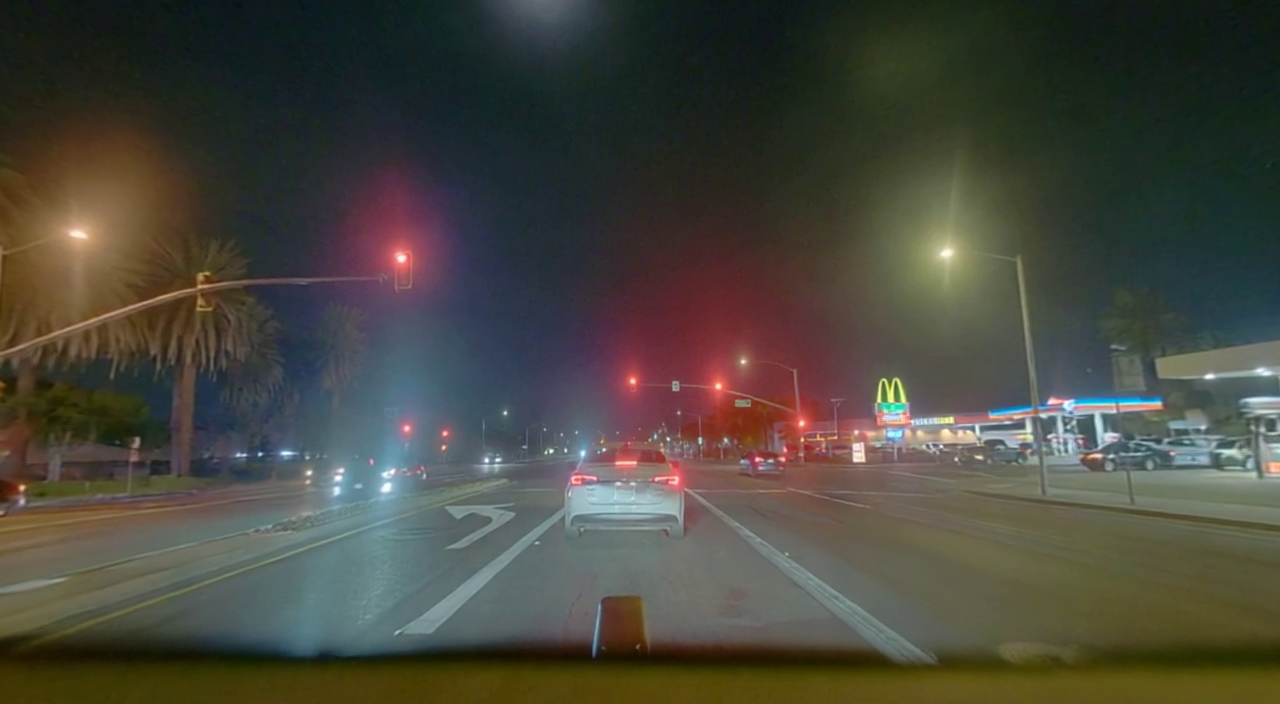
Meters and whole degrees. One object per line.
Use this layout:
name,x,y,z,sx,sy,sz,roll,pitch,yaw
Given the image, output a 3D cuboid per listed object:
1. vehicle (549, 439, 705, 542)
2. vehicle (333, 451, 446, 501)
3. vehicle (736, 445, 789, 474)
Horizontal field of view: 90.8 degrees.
vehicle,-0.247,2.357,11.555,2.270,1.475,4.571,0,-8,-2
vehicle,-8.232,4.084,21.286,1.904,1.450,4.689,0,-8,0
vehicle,6.779,5.985,35.422,2.017,1.491,4.420,0,-8,-1
